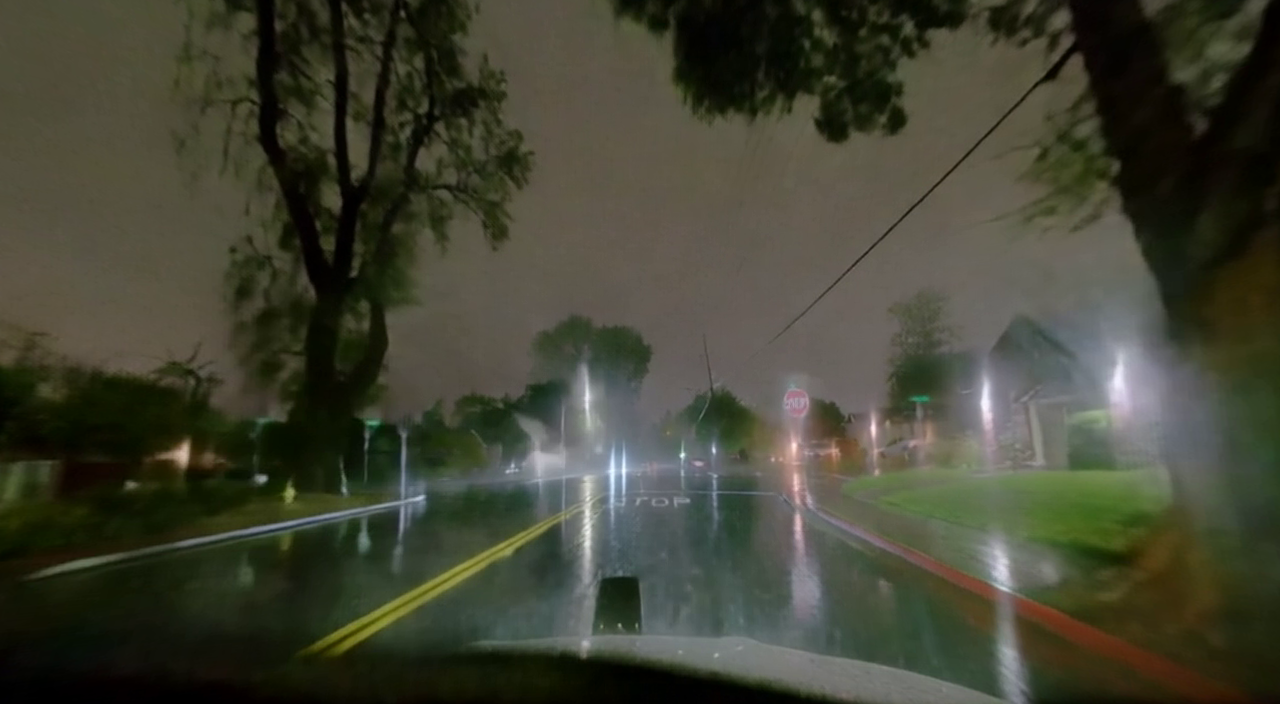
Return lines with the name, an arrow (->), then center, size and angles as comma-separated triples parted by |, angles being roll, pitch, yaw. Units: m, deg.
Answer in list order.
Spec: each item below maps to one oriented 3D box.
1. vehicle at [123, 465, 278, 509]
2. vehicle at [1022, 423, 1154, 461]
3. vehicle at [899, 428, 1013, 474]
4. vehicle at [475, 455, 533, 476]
vehicle -> -16.431, 5.049, 23.801 | 4.320, 1.443, 1.867 | 0, -9, -6
vehicle -> 18.621, 3.768, 26.272 | 4.682, 1.483, 1.917 | 3, -9, -18
vehicle -> 16.420, 5.168, 32.927 | 4.788, 1.875, 2.148 | 1, -20, -13
vehicle -> -10.230, 8.587, 47.697 | 3.937, 1.390, 1.644 | 1, -7, 3
